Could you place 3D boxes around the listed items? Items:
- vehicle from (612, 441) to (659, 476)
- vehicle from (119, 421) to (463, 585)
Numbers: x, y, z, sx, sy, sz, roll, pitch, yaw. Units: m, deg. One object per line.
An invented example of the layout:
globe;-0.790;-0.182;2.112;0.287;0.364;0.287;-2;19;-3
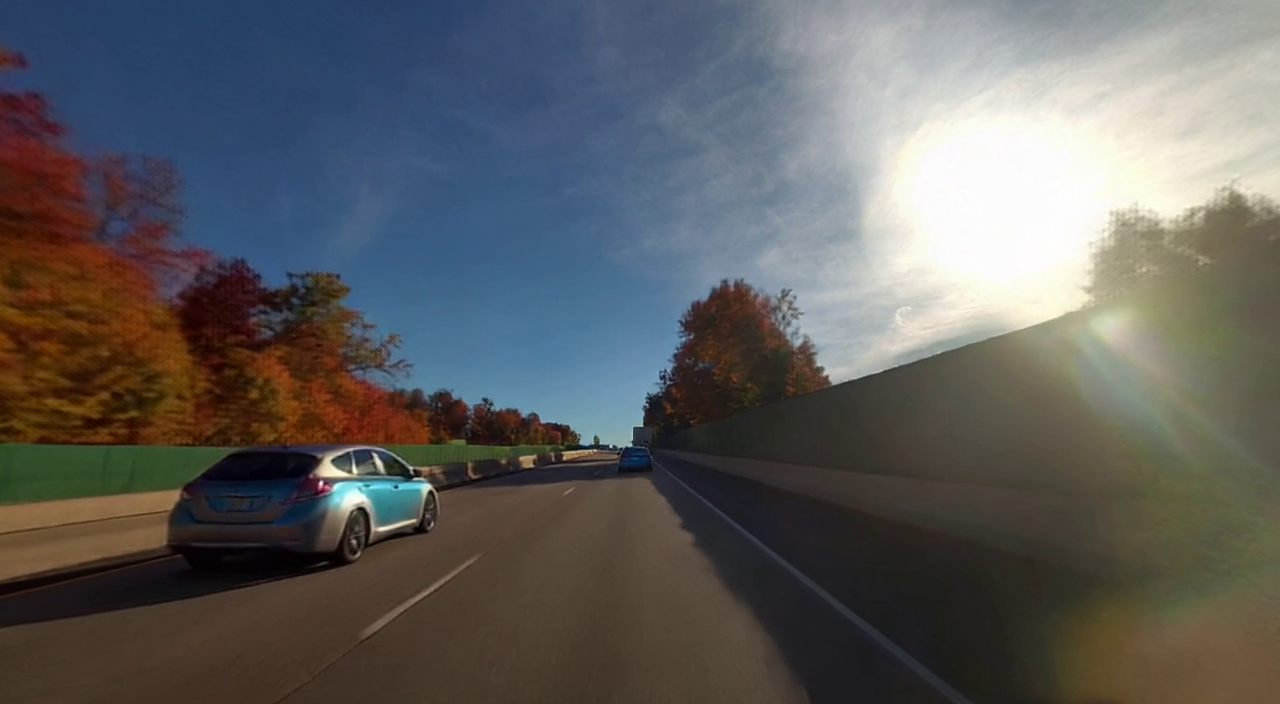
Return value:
vehicle;-0.240;4.920;29.434;2.057;1.516;4.065;0;-8;-1
vehicle;-3.900;1.736;8.107;2.054;1.536;4.128;0;-8;0
